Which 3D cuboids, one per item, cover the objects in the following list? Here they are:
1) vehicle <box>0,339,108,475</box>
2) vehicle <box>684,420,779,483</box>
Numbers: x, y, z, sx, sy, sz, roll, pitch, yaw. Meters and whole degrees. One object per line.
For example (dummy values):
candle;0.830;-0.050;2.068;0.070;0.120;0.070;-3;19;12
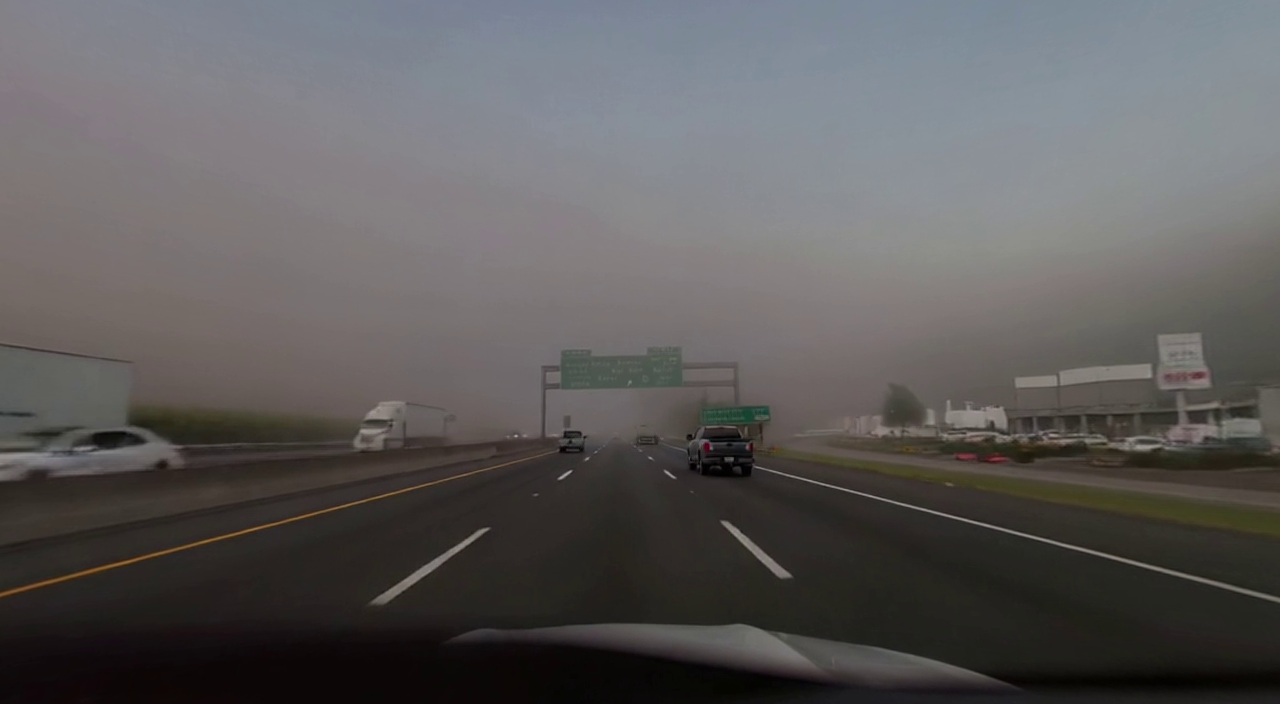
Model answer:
vehicle;-20.593;1.177;15.396;2.900;4.050;14.511;0;-8;-2
vehicle;2.549;2.909;18.706;2.022;1.637;4.229;1;-8;-3
